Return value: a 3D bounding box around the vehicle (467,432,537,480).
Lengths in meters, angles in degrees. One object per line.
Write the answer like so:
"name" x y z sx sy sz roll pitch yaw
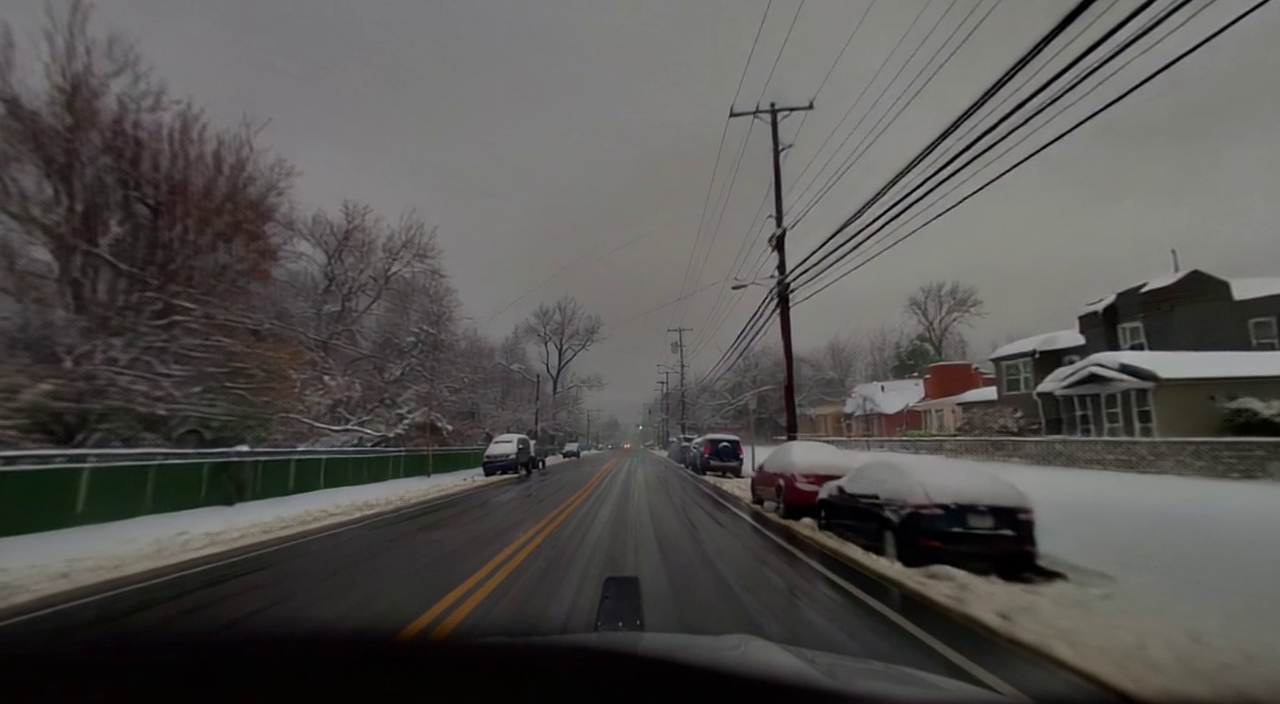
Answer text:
"vehicle" -6.723 5.103 31.431 2.268 2.154 5.321 0 -8 0

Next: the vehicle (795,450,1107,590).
"vehicle" 3.580 1.977 8.319 1.984 1.342 4.066 0 -9 -1

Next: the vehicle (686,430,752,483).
"vehicle" 3.255 4.462 27.271 2.053 2.005 5.495 0 -9 -1
